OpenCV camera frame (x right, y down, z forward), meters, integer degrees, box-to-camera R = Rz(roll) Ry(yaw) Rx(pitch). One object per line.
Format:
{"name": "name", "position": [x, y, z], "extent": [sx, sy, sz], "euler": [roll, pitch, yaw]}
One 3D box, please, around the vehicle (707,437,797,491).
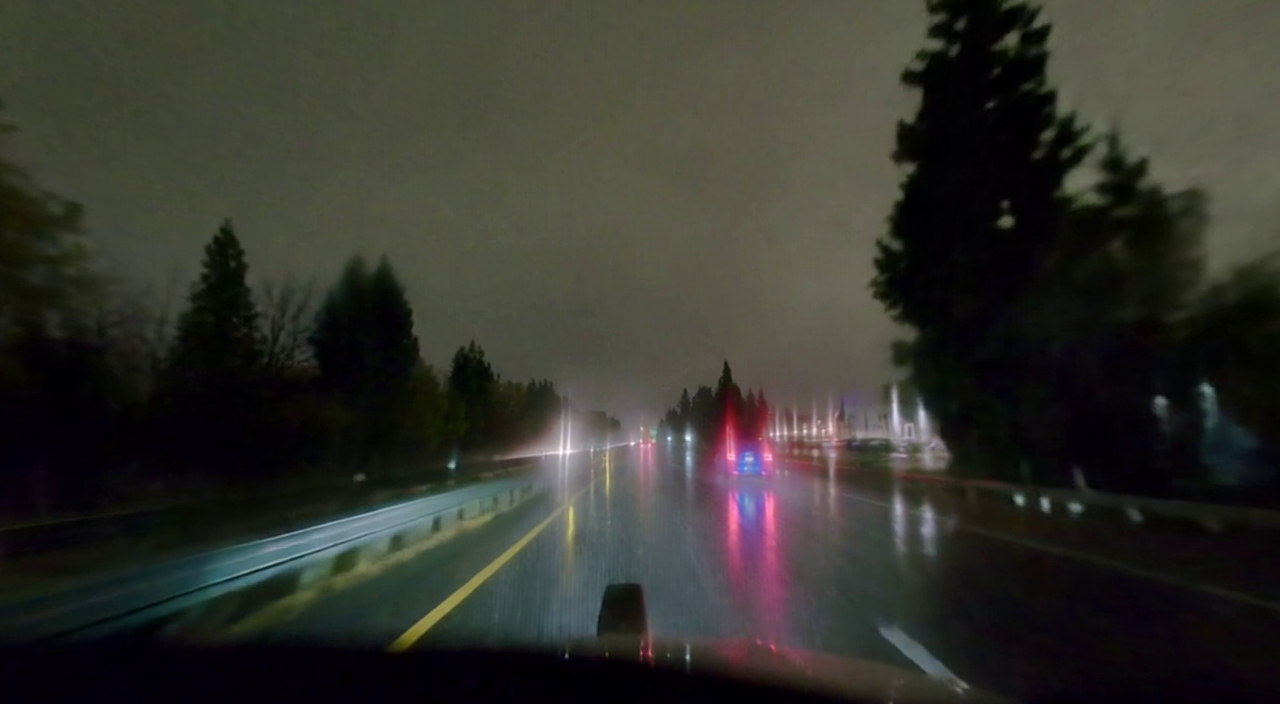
{"name": "vehicle", "position": [3.485, 3.568, 20.336], "extent": [2.079, 1.531, 3.997], "euler": [0, -8, -1]}
